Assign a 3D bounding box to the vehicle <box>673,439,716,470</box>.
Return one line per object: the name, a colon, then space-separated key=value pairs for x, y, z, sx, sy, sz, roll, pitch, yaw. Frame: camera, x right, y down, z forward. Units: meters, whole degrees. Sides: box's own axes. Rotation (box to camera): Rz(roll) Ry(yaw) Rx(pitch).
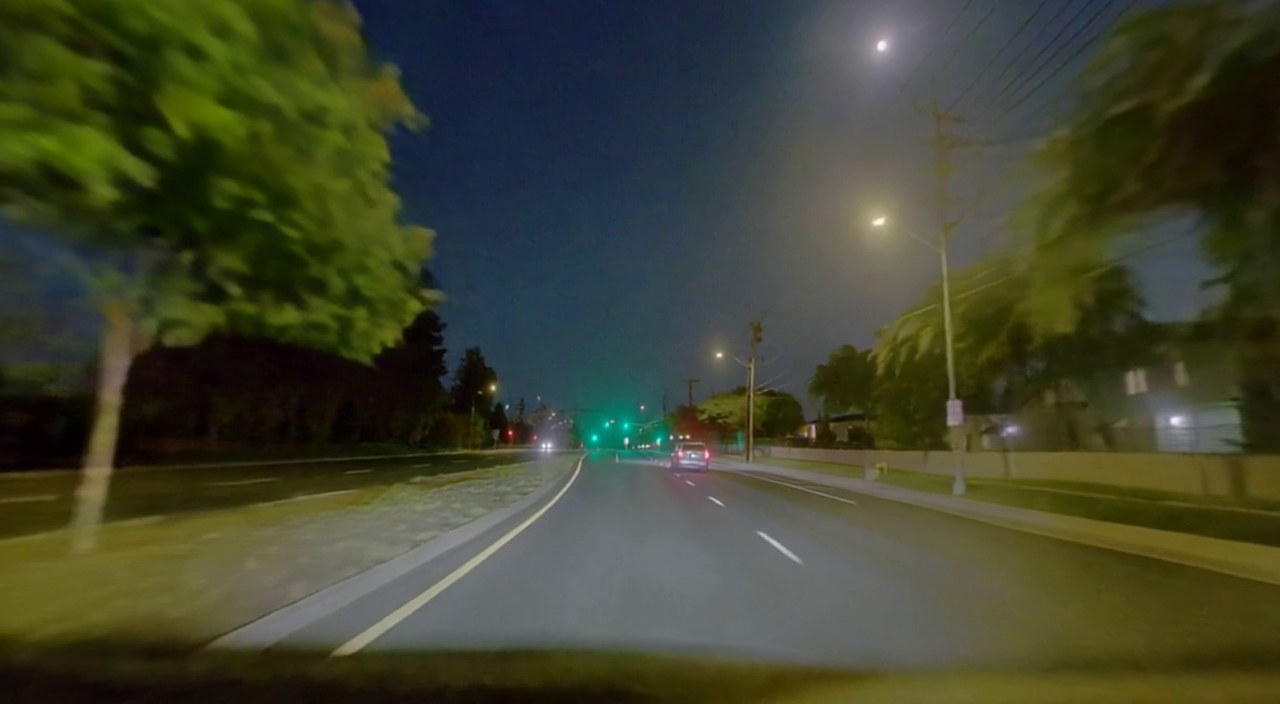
vehicle: x=3.357 y=6.384 z=39.577 sx=2.240 sy=1.781 sz=4.433 roll=0 pitch=-8 yaw=-1
